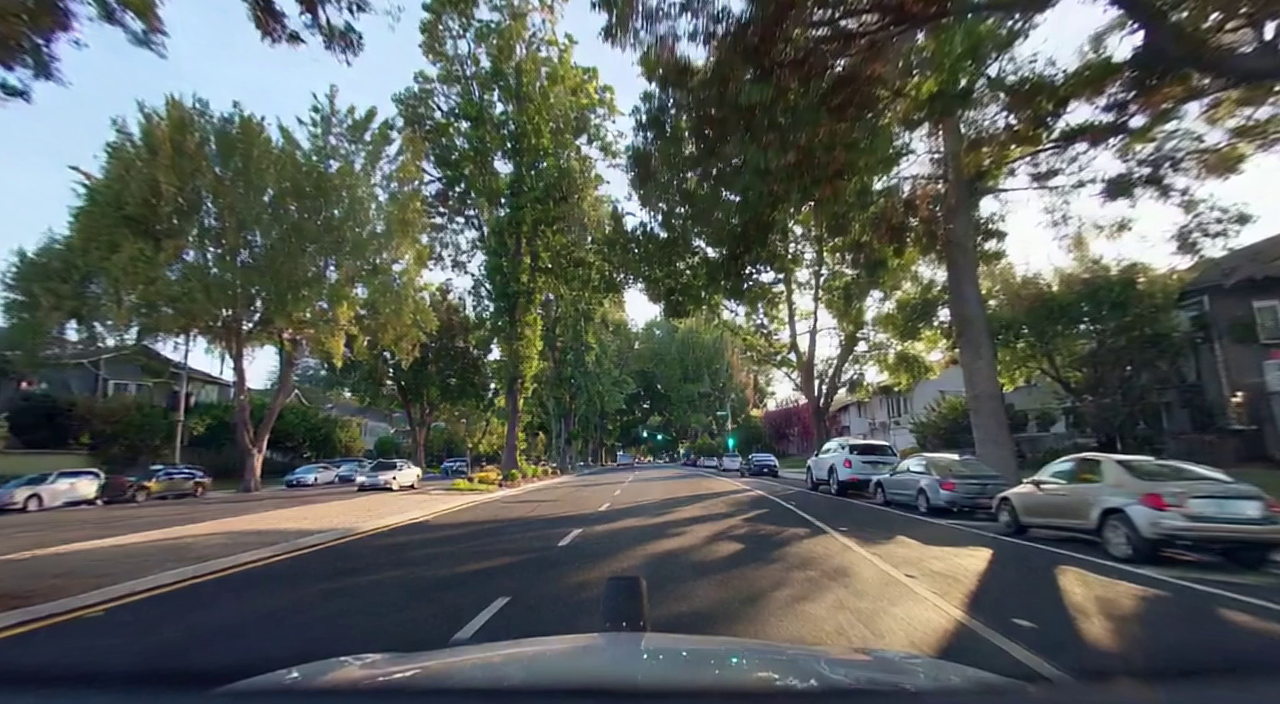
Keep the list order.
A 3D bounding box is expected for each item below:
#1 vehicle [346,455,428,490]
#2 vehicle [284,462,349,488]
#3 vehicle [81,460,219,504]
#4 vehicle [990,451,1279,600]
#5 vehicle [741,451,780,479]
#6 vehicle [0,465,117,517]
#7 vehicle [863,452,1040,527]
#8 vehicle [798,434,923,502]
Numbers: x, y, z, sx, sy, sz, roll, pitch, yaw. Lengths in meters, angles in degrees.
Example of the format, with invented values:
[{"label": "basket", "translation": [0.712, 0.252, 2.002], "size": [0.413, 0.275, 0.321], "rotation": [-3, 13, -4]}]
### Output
[{"label": "vehicle", "translation": [-11.597, 5.535, 29.143], "size": [1.914, 1.472, 4.480], "rotation": [0, -9, 0]}, {"label": "vehicle", "translation": [-20.691, 7.882, 40.345], "size": [1.910, 1.493, 4.190], "rotation": [0, -9, 1]}, {"label": "vehicle", "translation": [-20.792, 5.515, 27.015], "size": [1.868, 1.620, 5.039], "rotation": [0, -9, 0]}, {"label": "vehicle", "translation": [7.131, 2.115, 8.657], "size": [1.992, 1.474, 4.534], "rotation": [0, -9, 0]}, {"label": "vehicle", "translation": [7.894, 7.452, 41.599], "size": [1.910, 1.686, 4.399], "rotation": [0, -9, 3]}, {"label": "vehicle", "translation": [-20.787, 4.655, 21.292], "size": [1.881, 1.503, 4.899], "rotation": [0, -9, 0]}, {"label": "vehicle", "translation": [7.175, 3.184, 15.155], "size": [1.853, 1.480, 4.666], "rotation": [0, -9, 0]}, {"label": "vehicle", "translation": [7.553, 4.044, 22.279], "size": [2.306, 2.088, 5.571], "rotation": [0, -9, -1]}]
